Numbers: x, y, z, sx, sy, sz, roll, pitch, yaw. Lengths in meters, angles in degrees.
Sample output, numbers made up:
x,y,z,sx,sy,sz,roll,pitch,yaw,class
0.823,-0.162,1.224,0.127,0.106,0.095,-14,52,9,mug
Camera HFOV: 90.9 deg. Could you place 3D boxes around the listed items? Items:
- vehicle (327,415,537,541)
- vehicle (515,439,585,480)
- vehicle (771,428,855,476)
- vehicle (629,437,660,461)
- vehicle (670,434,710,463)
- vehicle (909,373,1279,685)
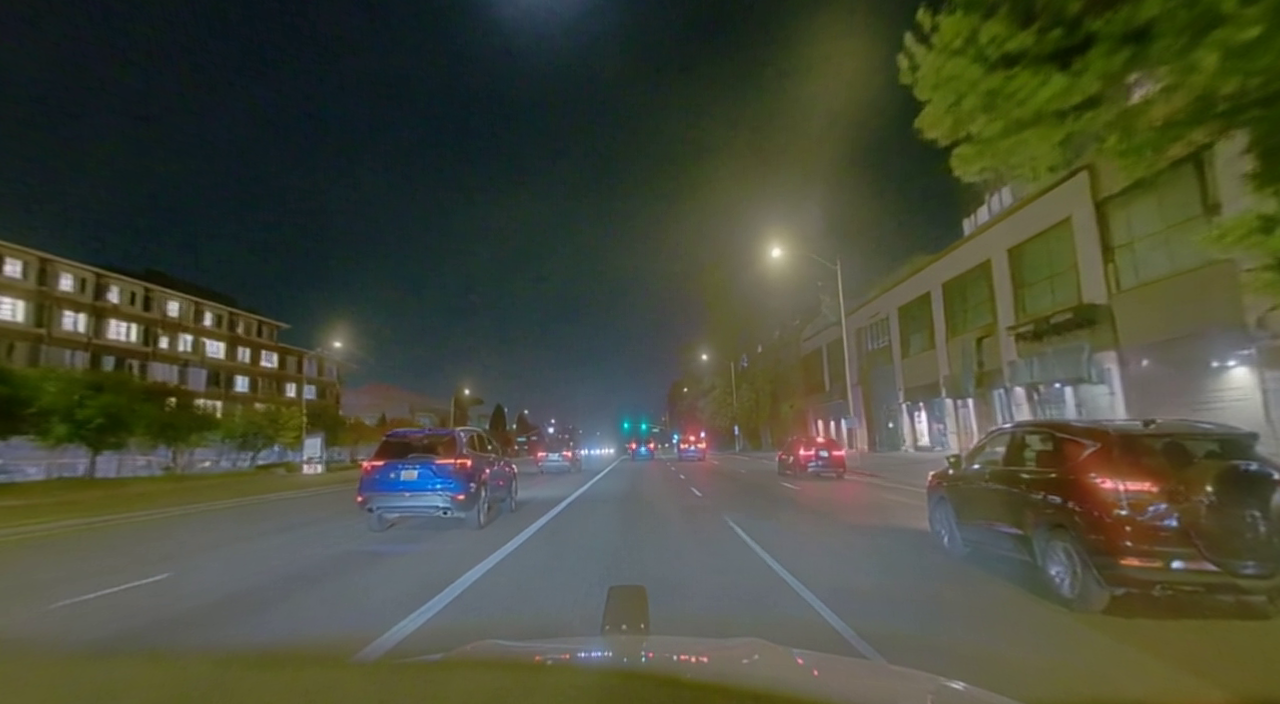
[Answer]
x,y,z,sx,sy,sz,roll,pitch,yaw,class
-3.259,2.089,11.020,2.141,1.719,4.379,0,-9,0,vehicle
-3.453,4.244,25.019,2.036,1.465,4.301,0,-9,1,vehicle
6.957,4.089,25.850,2.076,1.793,4.464,0,-9,-1,vehicle
0.314,7.526,48.894,2.304,1.795,4.526,0,-9,0,vehicle
3.269,6.501,42.293,2.178,1.804,4.766,0,-9,-1,vehicle
4.323,1.275,5.649,2.088,1.666,4.512,-1,-9,4,vehicle
